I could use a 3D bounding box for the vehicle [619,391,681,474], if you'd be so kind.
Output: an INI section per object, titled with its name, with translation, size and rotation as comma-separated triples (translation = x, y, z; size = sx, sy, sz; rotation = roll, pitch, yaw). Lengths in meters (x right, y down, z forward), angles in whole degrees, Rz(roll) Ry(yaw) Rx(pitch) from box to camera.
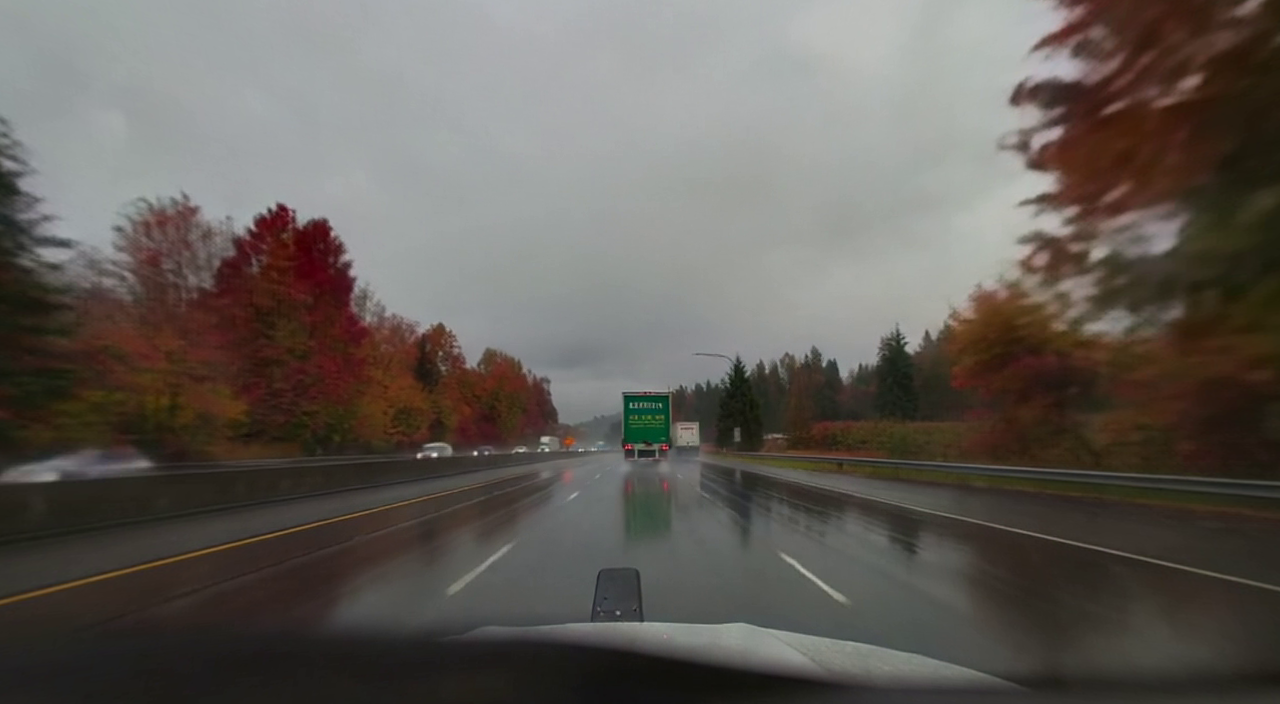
[vehicle]
translation = 0.490, 4.819, 36.647
size = 3.057, 4.073, 10.792
rotation = 0, -9, 0
